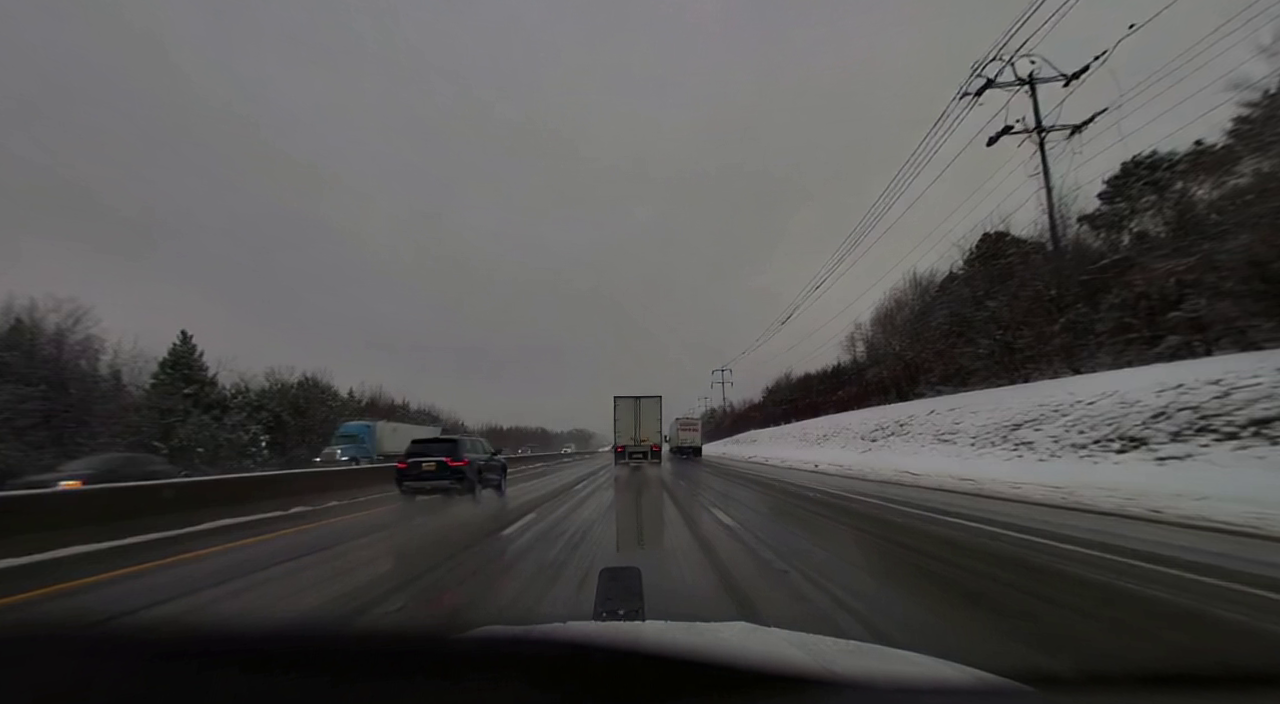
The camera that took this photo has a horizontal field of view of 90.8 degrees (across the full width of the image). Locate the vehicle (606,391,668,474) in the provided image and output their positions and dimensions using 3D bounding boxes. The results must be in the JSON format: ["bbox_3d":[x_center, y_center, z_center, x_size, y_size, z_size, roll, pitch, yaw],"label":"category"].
[{"bbox_3d":[-0.143,4.778,36.420,2.985,4.025,10.982,0,-9,0],"label":"vehicle"}]

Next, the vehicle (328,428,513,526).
[{"bbox_3d":[-4.220,2.487,13.129,2.170,1.657,4.573,0,-9,0],"label":"vehicle"}]

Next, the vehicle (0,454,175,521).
[{"bbox_3d":[-15.387,3.568,17.206,1.920,1.529,4.504,0,-9,0],"label":"vehicle"}]
